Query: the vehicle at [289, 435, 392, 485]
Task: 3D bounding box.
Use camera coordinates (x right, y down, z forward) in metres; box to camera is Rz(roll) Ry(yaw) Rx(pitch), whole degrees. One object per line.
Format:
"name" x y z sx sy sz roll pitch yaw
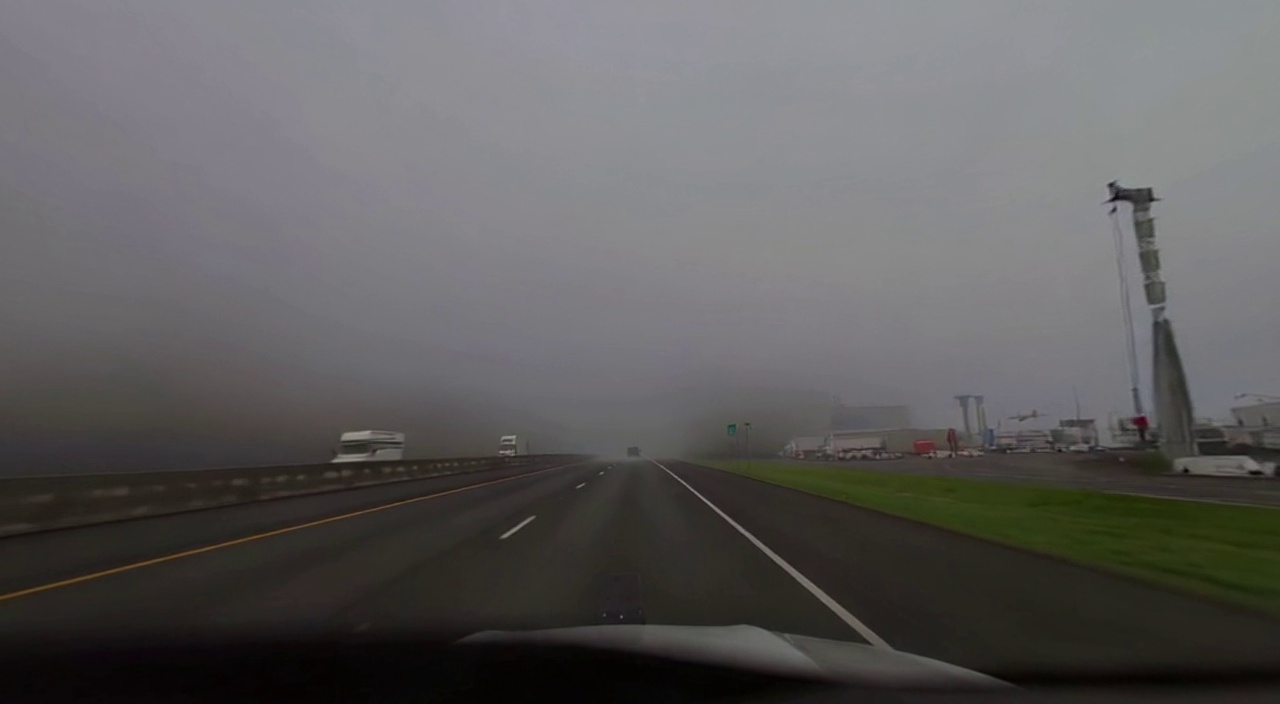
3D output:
"vehicle" -16.491 5.959 35.289 2.538 2.507 6.224 0 -9 2
